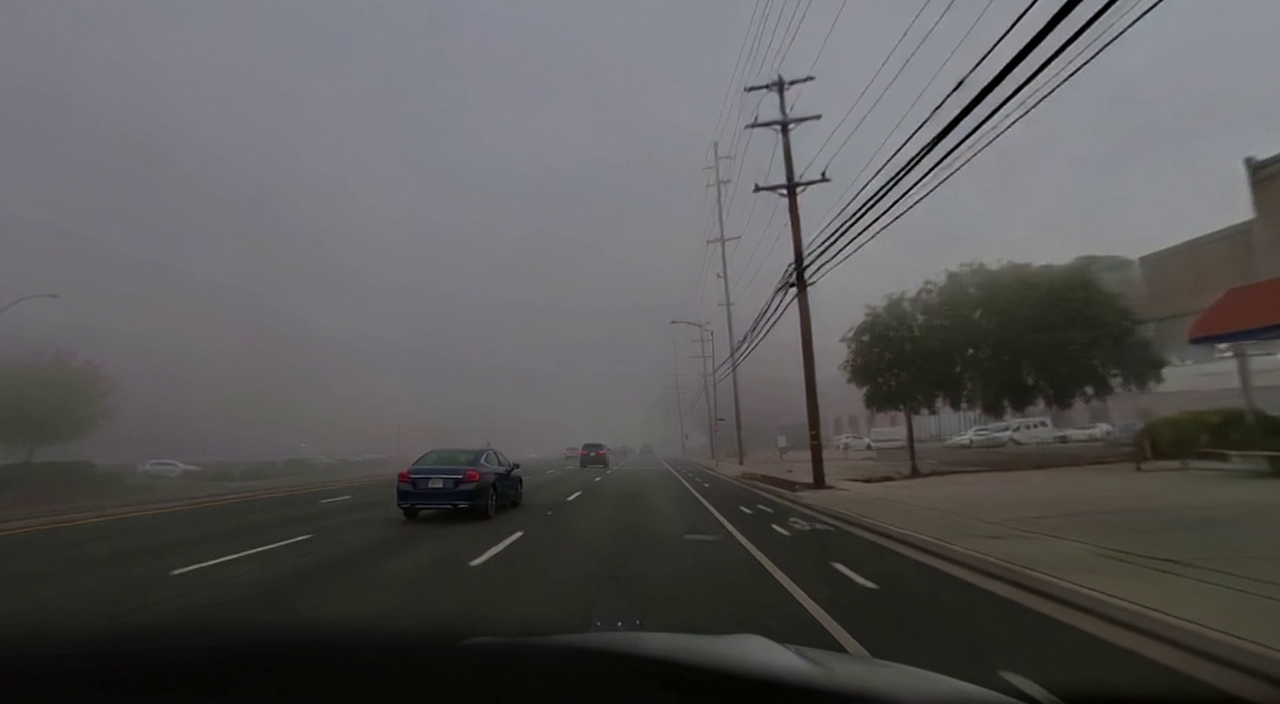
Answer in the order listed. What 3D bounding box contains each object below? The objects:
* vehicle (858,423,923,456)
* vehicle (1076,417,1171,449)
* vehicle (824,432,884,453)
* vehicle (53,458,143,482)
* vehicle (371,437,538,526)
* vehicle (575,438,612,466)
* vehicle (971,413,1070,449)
[{"bbox_3d":[16.987,5.907,42.634,4.319,1.812,2.020,2,-10,-39],"label":"vehicle"},{"bbox_3d":[28.854,4.898,37.755,1.985,1.739,4.397,1,-8,-4],"label":"vehicle"},{"bbox_3d":[16.770,7.120,49.317,4.497,1.548,1.997,6,-10,-31],"label":"vehicle"},{"bbox_3d":[-40.251,8.763,46.868,4.560,1.649,2.040,1,-9,-6],"label":"vehicle"},{"bbox_3d":[-3.494,2.513,12.866,1.942,1.469,4.426,0,-9,2],"label":"vehicle"},{"bbox_3d":[-3.116,6.777,42.776,2.087,1.736,4.311,0,-9,1],"label":"vehicle"},{"bbox_3d":[22.783,4.825,38.058,2.266,1.951,5.849,1,-8,-1],"label":"vehicle"}]
